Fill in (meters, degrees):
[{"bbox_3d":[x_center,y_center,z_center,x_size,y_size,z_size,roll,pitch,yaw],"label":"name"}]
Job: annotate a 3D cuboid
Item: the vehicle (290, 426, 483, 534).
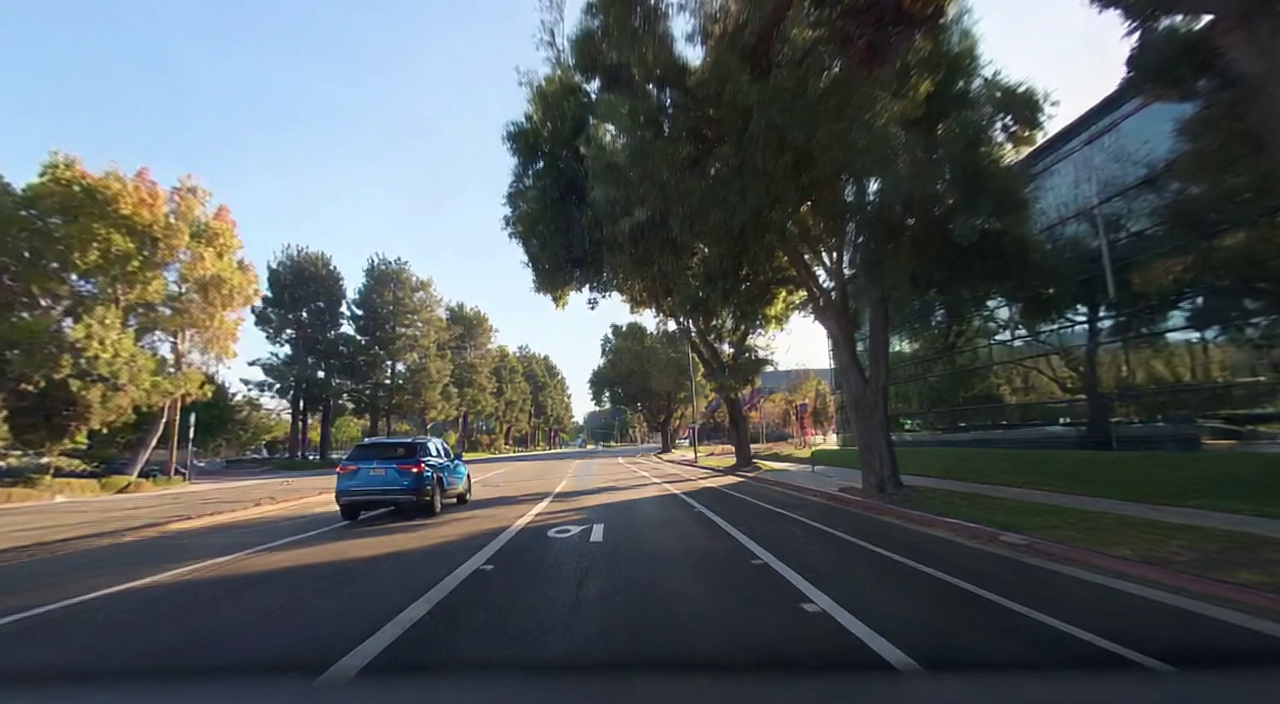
[{"bbox_3d":[-4.652,2.407,12.480,2.121,1.724,4.392,0,-9,-2],"label":"vehicle"}]
